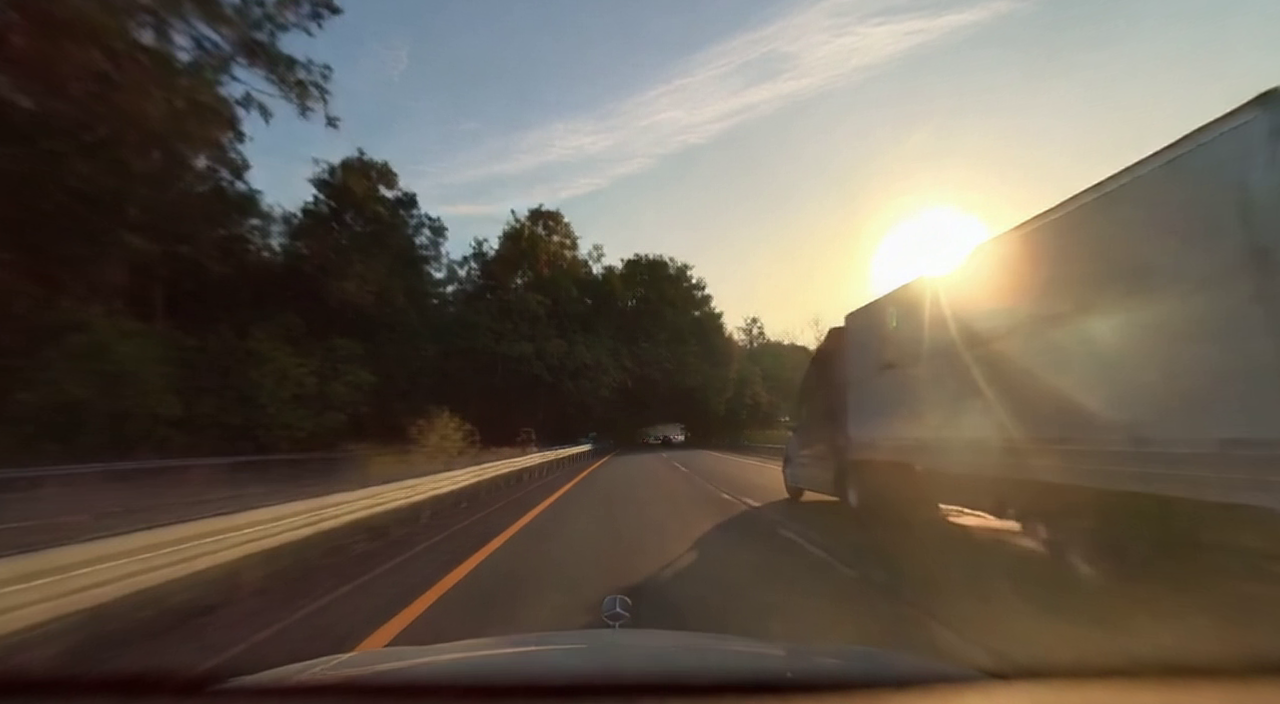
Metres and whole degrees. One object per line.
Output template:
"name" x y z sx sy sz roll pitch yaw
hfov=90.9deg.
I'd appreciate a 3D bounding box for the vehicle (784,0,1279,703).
"vehicle" 4.368 -0.077 4.610 2.951 4.007 13.976 0 -7 -2
